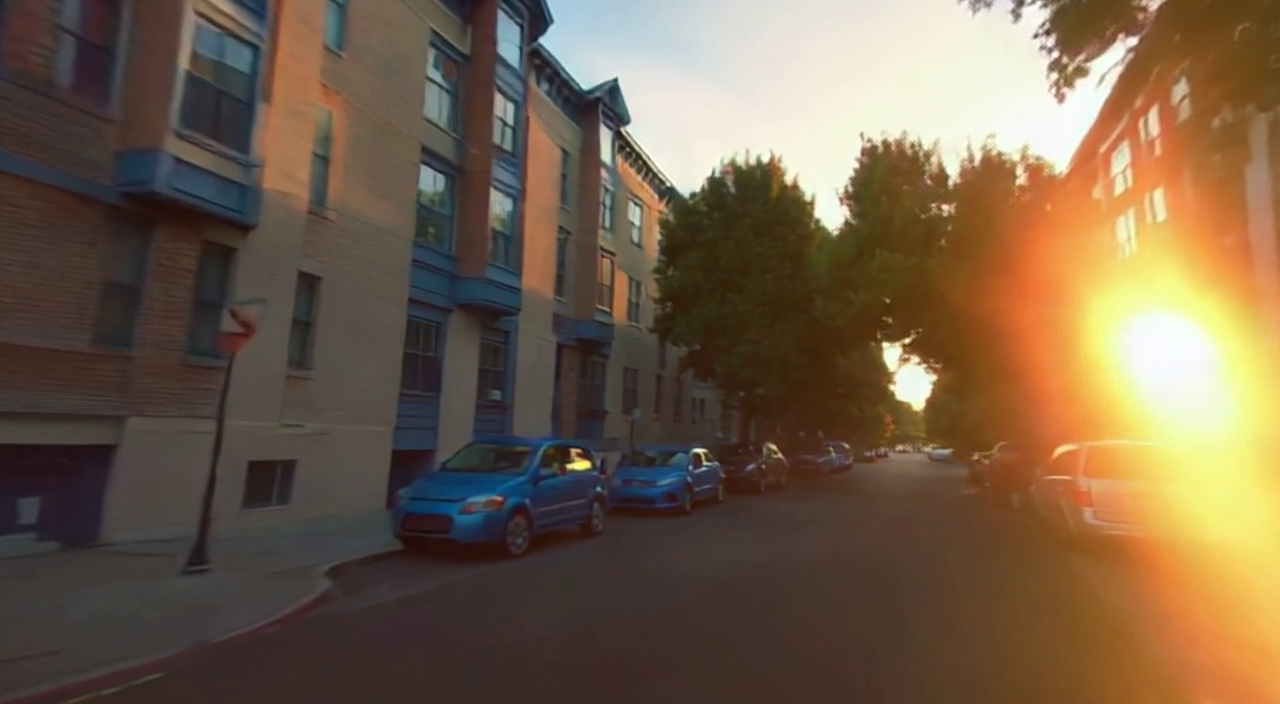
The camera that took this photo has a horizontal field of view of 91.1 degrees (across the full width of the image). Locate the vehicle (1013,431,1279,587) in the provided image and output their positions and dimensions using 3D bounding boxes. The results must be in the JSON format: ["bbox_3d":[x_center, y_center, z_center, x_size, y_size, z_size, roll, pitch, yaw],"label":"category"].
[{"bbox_3d":[6.753,1.950,8.923,1.883,1.615,4.234,-3,-8,23],"label":"vehicle"}]

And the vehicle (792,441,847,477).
[{"bbox_3d":[8.562,5.016,29.796,1.840,1.493,3.761,-4,-8,25],"label":"vehicle"}]

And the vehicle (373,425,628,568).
[{"bbox_3d":[-1.667,1.802,8.706,1.719,1.519,3.414,-3,-8,23],"label":"vehicle"}]

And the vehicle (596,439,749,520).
[{"bbox_3d":[0.894,2.645,13.811,1.830,1.427,4.294,-4,-8,25],"label":"vehicle"}]

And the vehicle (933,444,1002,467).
[{"bbox_3d":[22.373,7.089,43.095,3.657,1.475,1.930,-1,-8,5],"label":"vehicle"}]

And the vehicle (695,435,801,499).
[{"bbox_3d":[3.290,3.257,18.495,1.942,1.629,4.302,-4,-8,25],"label":"vehicle"}]
